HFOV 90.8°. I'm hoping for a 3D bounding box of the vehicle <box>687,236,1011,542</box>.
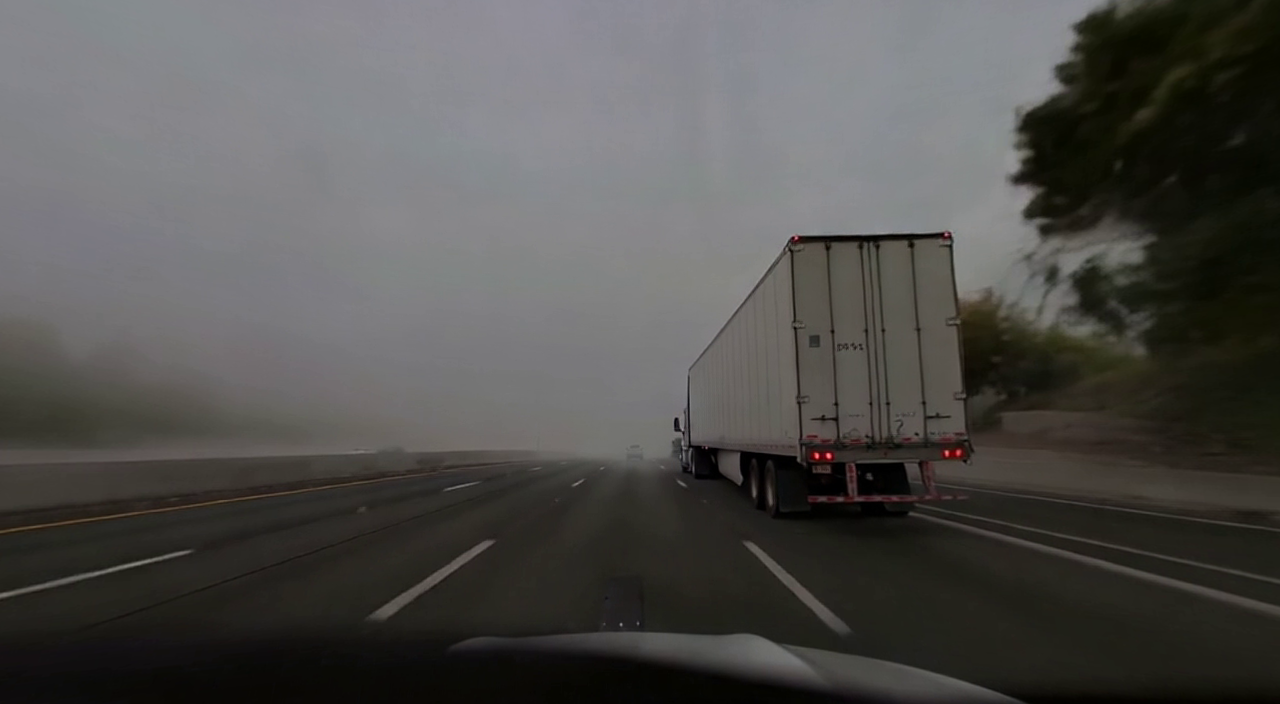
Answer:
[{"bbox_3d":[3.372,1.681,16.692,2.743,4.160,16.408,0,-9,-1],"label":"vehicle"}]
